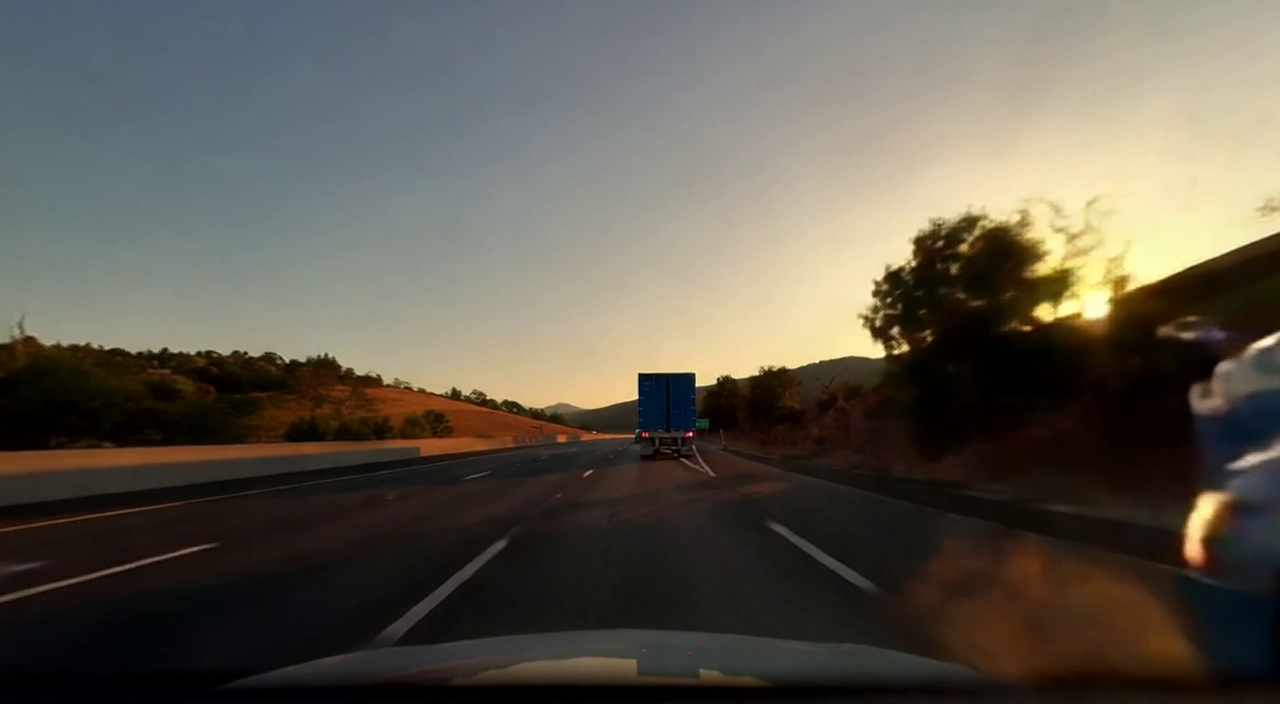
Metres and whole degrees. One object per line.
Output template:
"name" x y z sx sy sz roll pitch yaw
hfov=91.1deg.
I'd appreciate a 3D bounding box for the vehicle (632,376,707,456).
"vehicle" 1.517 3.785 35.414 3.446 3.698 12.089 -1 -8 1
